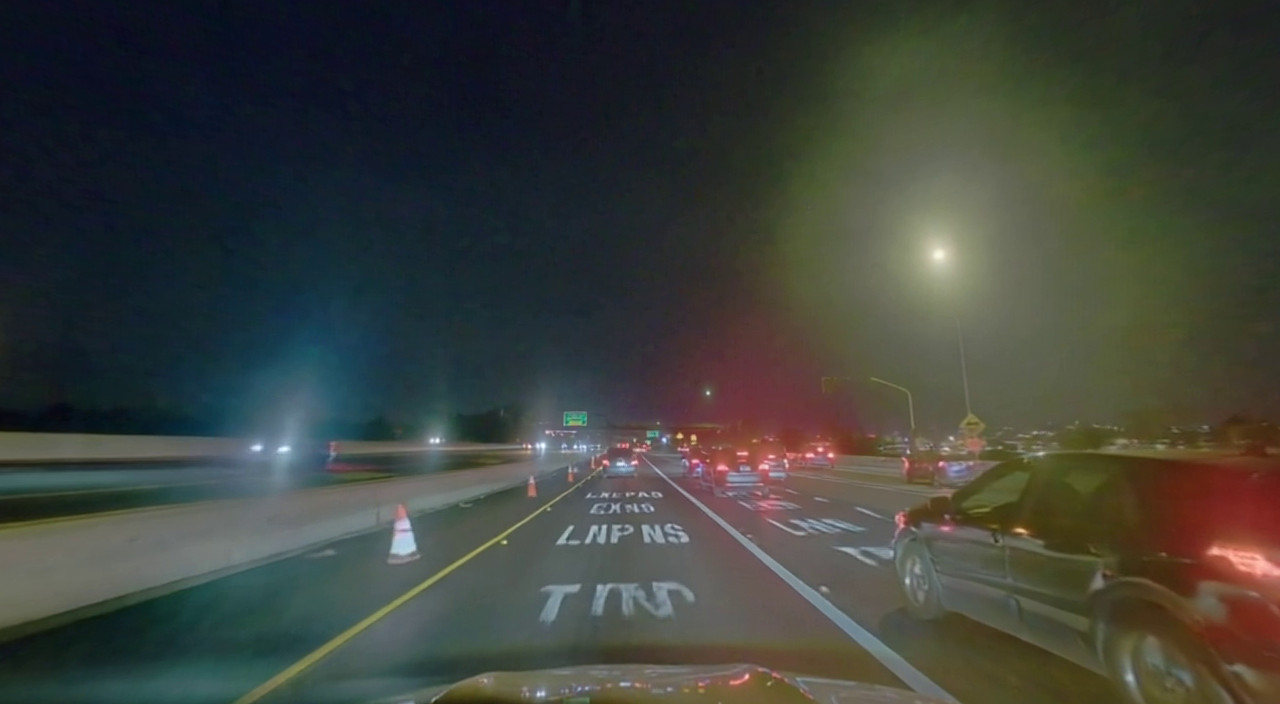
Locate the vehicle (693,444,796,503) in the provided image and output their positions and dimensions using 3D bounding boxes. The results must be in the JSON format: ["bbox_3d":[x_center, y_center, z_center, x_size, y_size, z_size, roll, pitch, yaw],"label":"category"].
[{"bbox_3d":[2.805,3.375,18.117,2.042,1.460,4.451,0,-9,-2],"label":"vehicle"}]

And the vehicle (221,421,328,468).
[{"bbox_3d":[-16.489,4.230,28.839,2.113,1.925,4.606,0,-9,-1],"label":"vehicle"}]

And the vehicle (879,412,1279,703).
[{"bbox_3d":[3.200,1.146,3.531,1.996,1.455,4.281,0,-9,-1],"label":"vehicle"}]

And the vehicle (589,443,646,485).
[{"bbox_3d":[-0.826,4.336,24.764,2.069,1.470,4.004,0,-9,-1],"label":"vehicle"}]
